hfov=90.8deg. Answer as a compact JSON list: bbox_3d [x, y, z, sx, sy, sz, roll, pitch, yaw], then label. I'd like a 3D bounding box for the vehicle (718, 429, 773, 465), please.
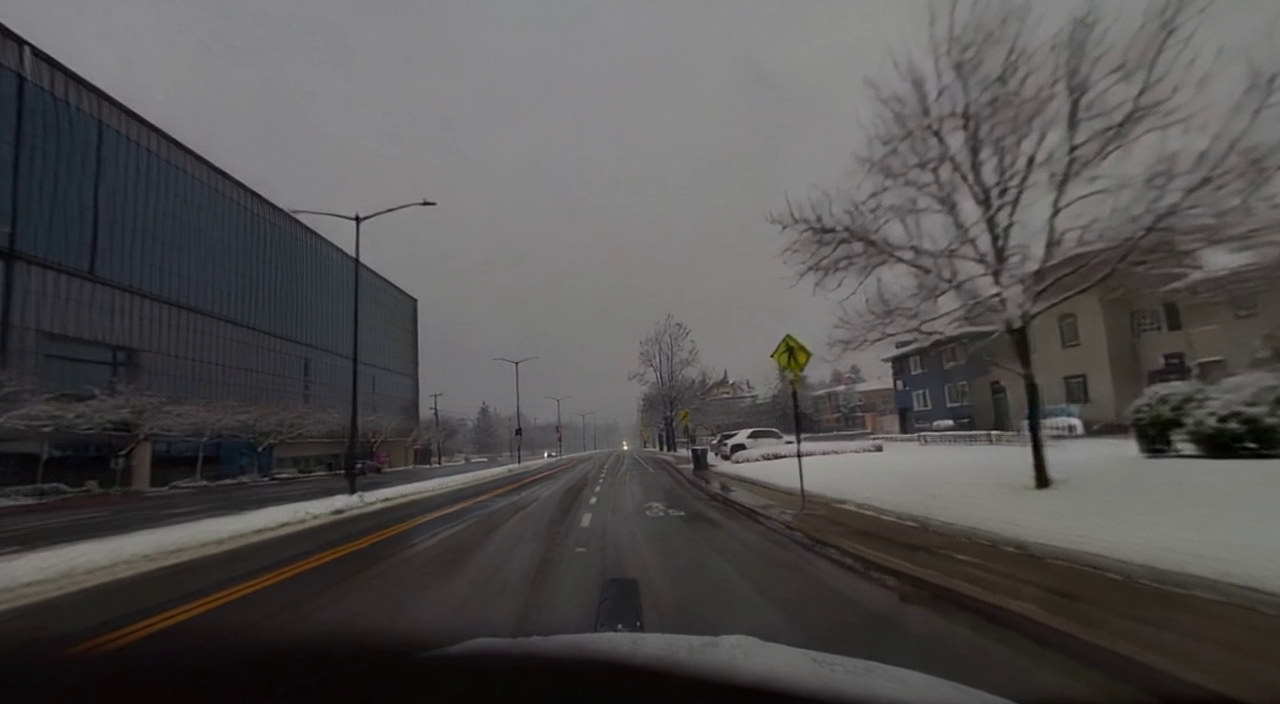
[{"bbox_3d":[6.035,5.535,36.857,2.160,1.944,5.086,0,-9,-2],"label":"vehicle"}]

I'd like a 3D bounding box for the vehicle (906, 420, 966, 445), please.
[{"bbox_3d":[19.411,5.353,41.655,1.890,1.492,4.494,0,-8,1],"label":"vehicle"}]

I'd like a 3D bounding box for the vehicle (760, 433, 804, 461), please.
[{"bbox_3d":[8.364,5.641,37.511,1.842,1.535,3.638,0,-9,2],"label":"vehicle"}]
